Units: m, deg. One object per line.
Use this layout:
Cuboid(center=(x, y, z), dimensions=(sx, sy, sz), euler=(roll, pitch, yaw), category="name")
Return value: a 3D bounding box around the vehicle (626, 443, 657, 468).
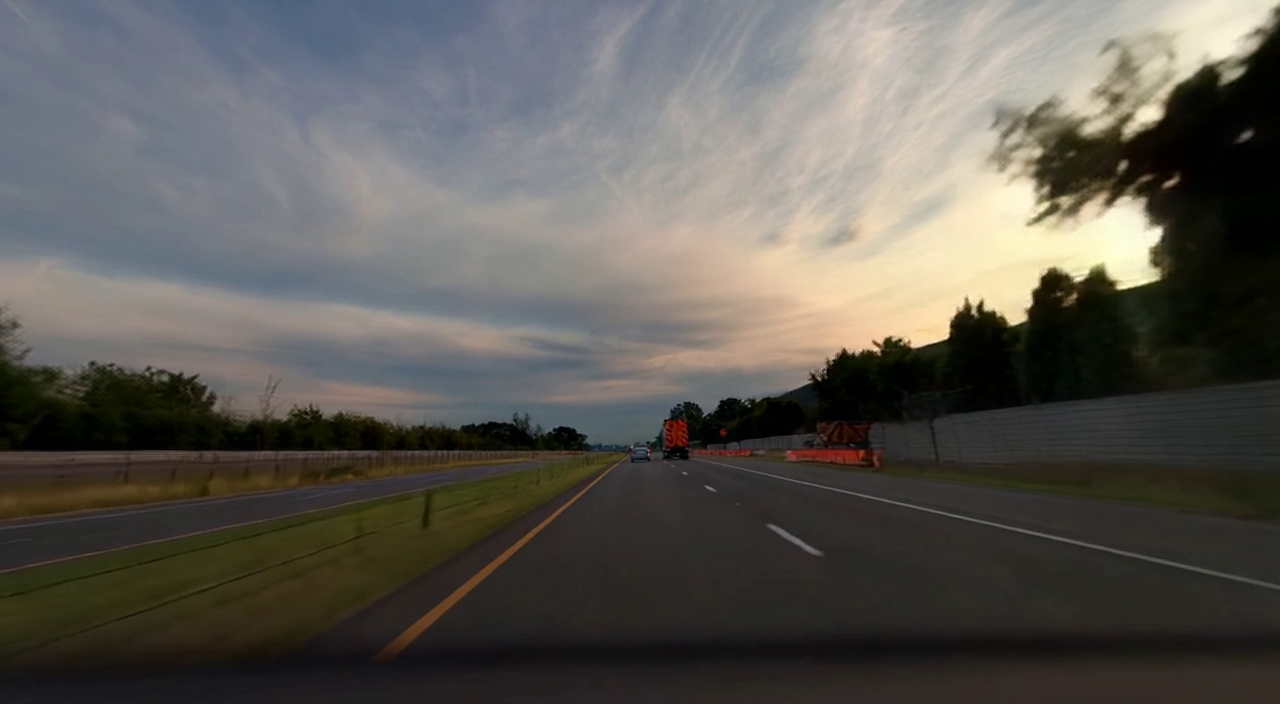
Cuboid(center=(0.077, 6.998, 42.755), dimensions=(2.065, 1.573, 3.734), euler=(0, -9, 0), category="vehicle")
